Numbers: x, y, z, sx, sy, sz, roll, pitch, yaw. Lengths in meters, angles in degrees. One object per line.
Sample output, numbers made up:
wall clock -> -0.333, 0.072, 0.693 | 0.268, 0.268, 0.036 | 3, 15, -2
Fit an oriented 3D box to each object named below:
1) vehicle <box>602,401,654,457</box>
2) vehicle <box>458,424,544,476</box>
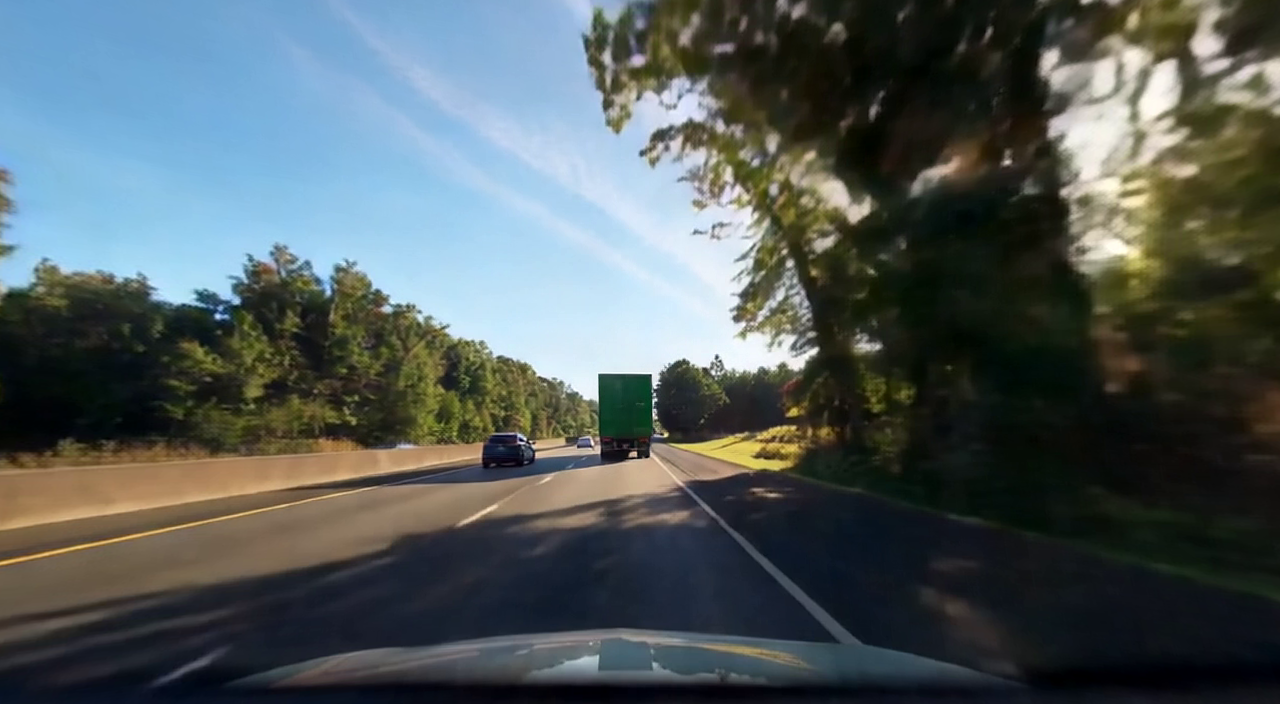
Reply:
vehicle -> -0.564, 3.491, 28.491 | 2.319, 2.461, 1.270 | 1, -8, -3
vehicle -> -4.958, 3.564, 23.216 | 2.138, 1.697, 4.587 | 0, -8, 0
